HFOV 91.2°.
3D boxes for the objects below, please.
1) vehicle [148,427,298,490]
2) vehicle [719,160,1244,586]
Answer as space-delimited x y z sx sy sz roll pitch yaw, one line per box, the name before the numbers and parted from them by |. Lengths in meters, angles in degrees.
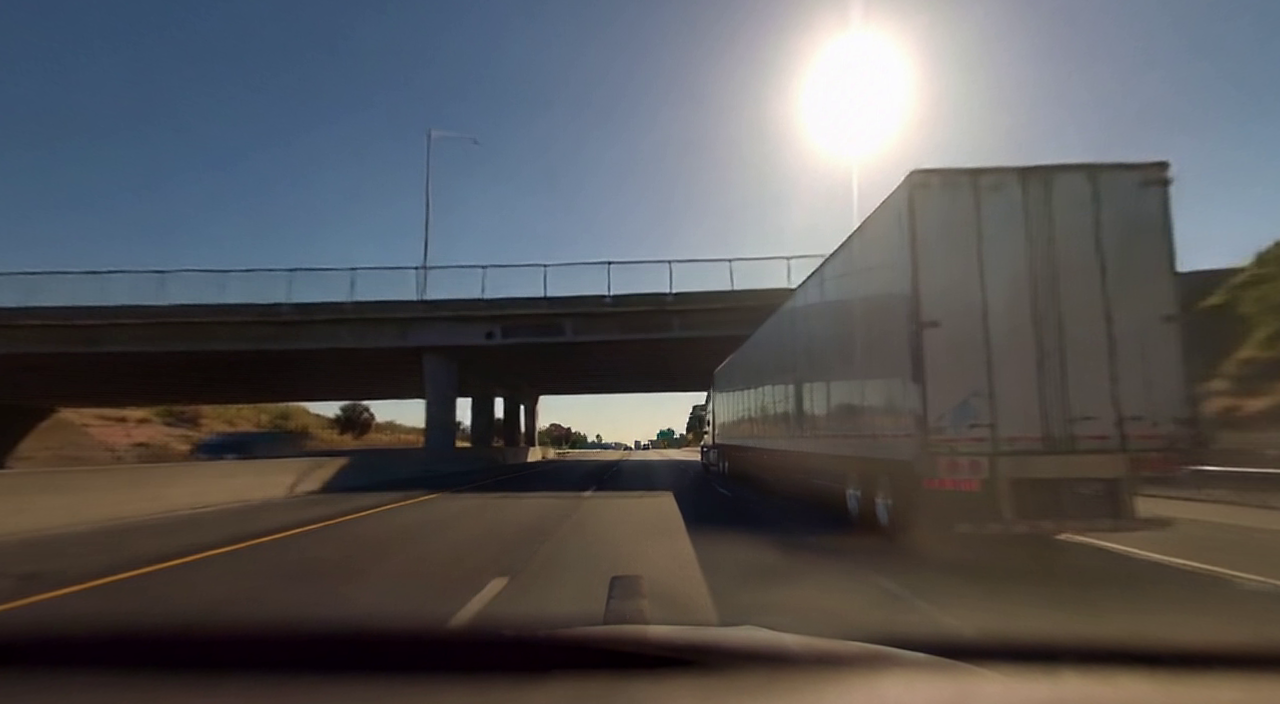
vehicle | -18.945 4.878 29.108 2.353 2.561 6.586 0 -8 0
vehicle | 4.035 1.148 13.090 2.933 4.100 14.317 0 -8 0
